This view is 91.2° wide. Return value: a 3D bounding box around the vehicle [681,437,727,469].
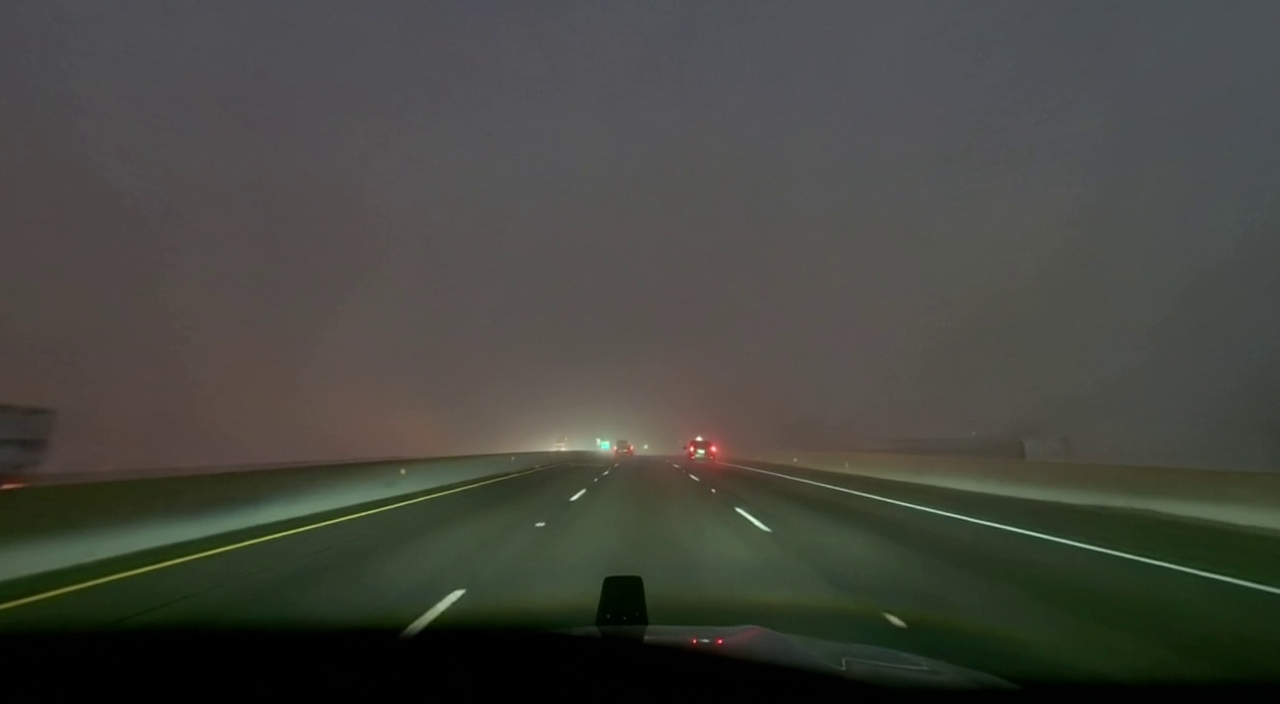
[{"bbox_3d":[3.567,5.756,35.984,2.202,1.682,4.188,0,-8,0],"label":"vehicle"}]
